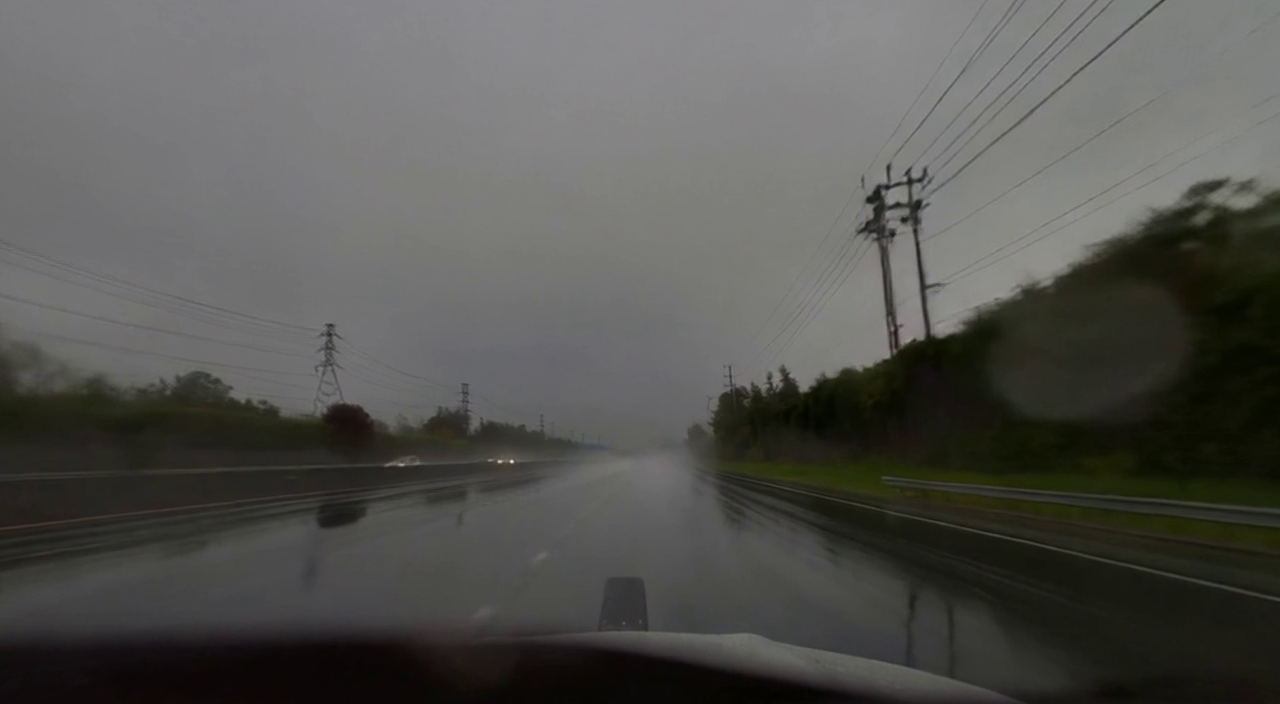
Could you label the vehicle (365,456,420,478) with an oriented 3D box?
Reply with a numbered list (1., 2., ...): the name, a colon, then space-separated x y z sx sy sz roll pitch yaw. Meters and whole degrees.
1. vehicle: -17.987 8.357 46.031 1.908 1.499 4.803 0 -9 2
